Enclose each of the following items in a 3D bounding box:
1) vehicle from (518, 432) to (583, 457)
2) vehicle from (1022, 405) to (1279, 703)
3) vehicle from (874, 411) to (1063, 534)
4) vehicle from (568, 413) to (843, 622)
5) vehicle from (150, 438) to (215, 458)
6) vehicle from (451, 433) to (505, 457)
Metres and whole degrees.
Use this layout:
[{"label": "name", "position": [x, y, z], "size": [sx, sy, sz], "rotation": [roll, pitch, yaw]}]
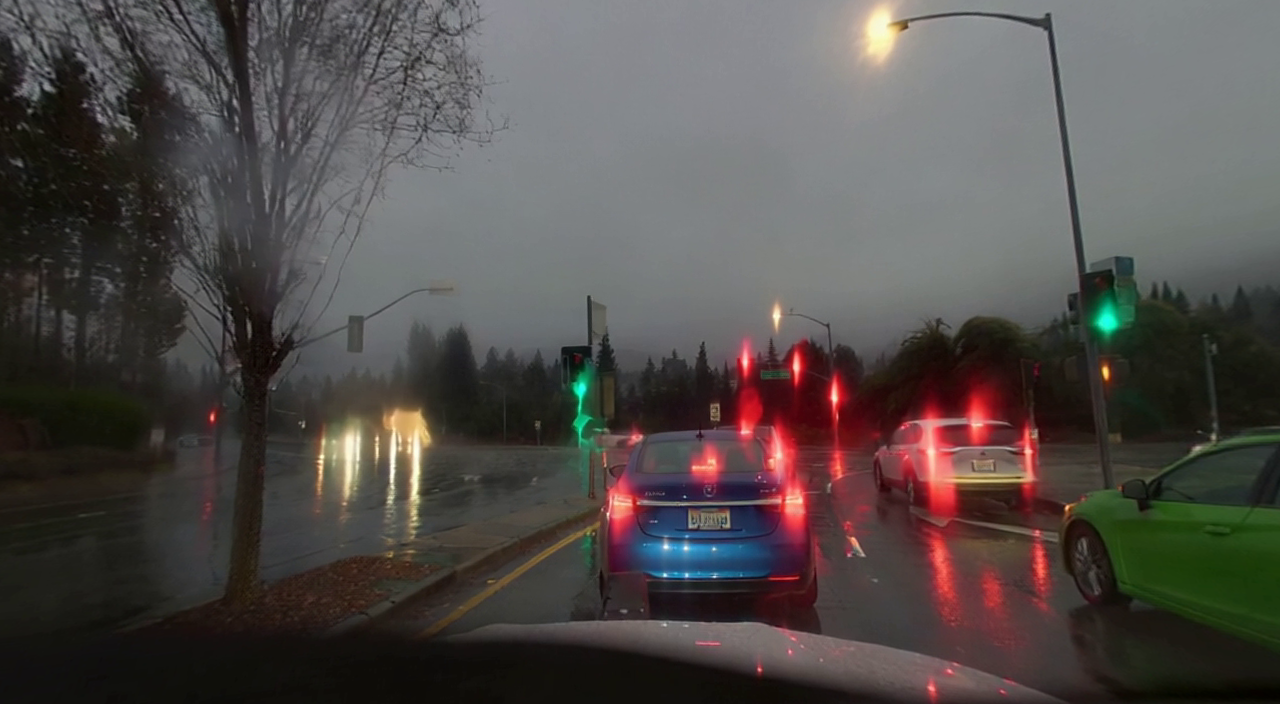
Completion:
[{"label": "vehicle", "position": [-5.963, 6.108, 41.555], "size": [1.932, 1.573, 4.509], "rotation": [8, -12, -44]}, {"label": "vehicle", "position": [4.241, 1.059, 3.369], "size": [1.954, 1.508, 4.441], "rotation": [-1, -8, 6]}, {"label": "vehicle", "position": [5.539, 2.045, 11.284], "size": [2.102, 1.717, 4.373], "rotation": [-2, -9, 16]}, {"label": "vehicle", "position": [0.855, 1.498, 6.688], "size": [2.052, 1.483, 3.928], "rotation": [-2, -8, 12]}, {"label": "vehicle", "position": [-35.403, 7.436, 48.630], "size": [1.652, 1.433, 3.733], "rotation": [-7, -11, 40]}, {"label": "vehicle", "position": [-12.465, 7.122, 48.186], "size": [1.972, 1.705, 4.457], "rotation": [8, -11, -44]}]
